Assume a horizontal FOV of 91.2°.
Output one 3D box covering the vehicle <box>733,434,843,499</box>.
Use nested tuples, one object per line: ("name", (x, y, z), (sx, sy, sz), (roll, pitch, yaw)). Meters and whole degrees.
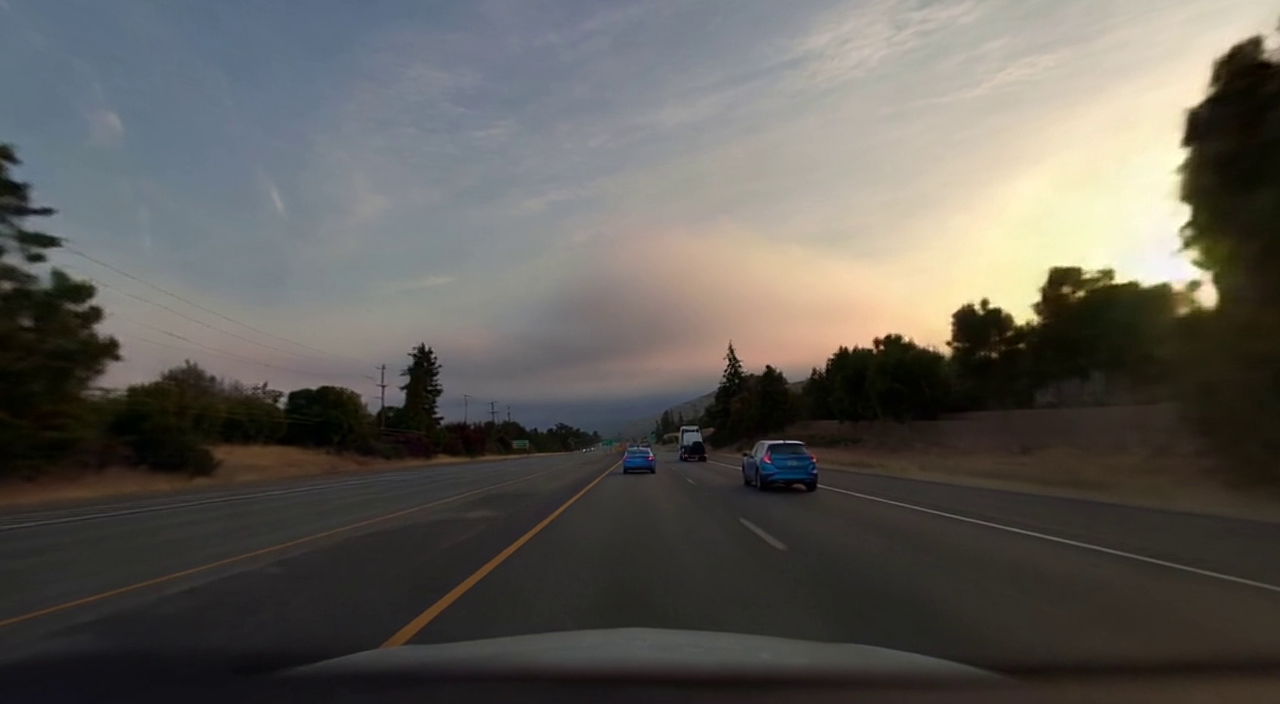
("vehicle", (3.905, 3.103, 17.328), (1.953, 1.540, 4.101), (0, -9, -1))

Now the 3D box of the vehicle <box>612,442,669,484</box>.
("vehicle", (-0.004, 4.383, 25.013), (2.066, 1.490, 3.759), (-1, -9, 0))
